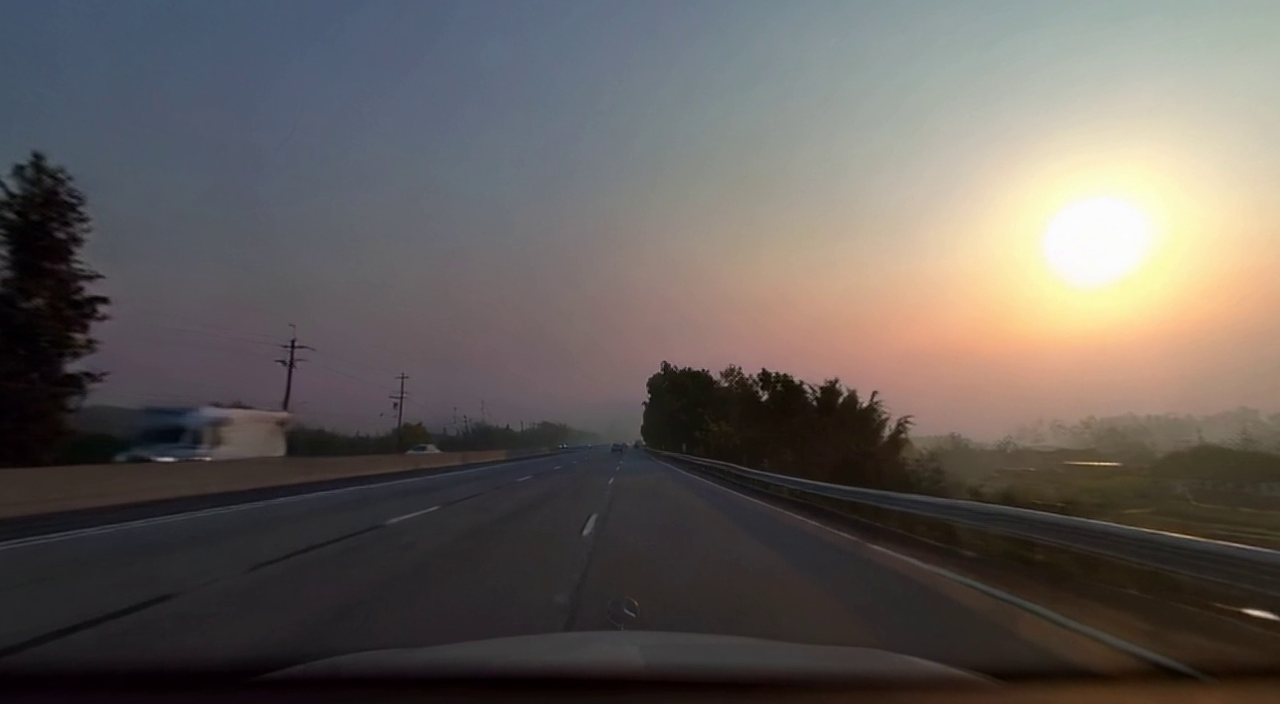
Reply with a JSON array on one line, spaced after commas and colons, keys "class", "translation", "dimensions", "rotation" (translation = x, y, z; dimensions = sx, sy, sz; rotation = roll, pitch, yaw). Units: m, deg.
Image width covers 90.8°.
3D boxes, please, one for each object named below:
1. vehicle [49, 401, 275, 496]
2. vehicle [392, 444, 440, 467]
[{"class": "vehicle", "translation": [-15.206, 3.173, 20.861], "dimensions": [2.435, 2.624, 6.451], "rotation": [0, -9, -1]}, {"class": "vehicle", "translation": [-15.895, 7.388, 45.031], "dimensions": [1.912, 1.509, 4.292], "rotation": [0, -9, -1]}]
